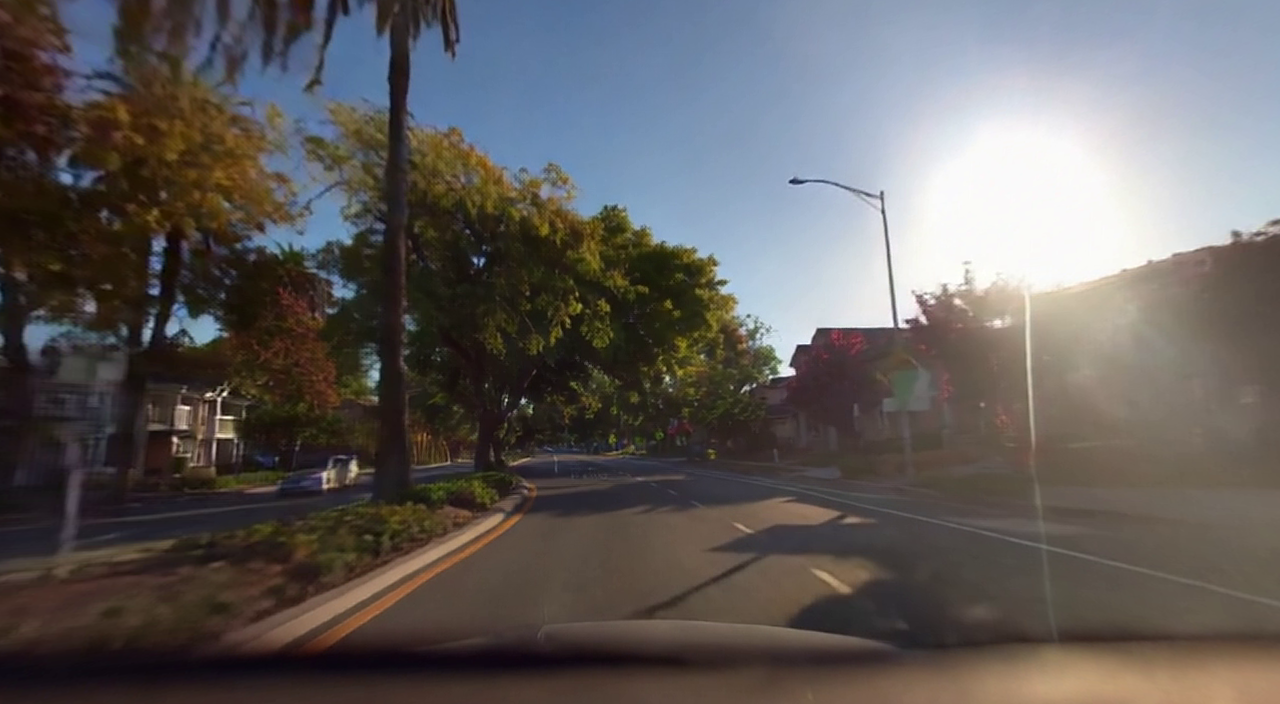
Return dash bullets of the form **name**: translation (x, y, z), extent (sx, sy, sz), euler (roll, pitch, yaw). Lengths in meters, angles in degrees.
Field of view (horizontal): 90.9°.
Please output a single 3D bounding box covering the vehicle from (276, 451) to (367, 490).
- **vehicle**: translation (-13.733, 5.110, 27.537), extent (1.965, 1.492, 4.498), euler (0, -8, -5)
